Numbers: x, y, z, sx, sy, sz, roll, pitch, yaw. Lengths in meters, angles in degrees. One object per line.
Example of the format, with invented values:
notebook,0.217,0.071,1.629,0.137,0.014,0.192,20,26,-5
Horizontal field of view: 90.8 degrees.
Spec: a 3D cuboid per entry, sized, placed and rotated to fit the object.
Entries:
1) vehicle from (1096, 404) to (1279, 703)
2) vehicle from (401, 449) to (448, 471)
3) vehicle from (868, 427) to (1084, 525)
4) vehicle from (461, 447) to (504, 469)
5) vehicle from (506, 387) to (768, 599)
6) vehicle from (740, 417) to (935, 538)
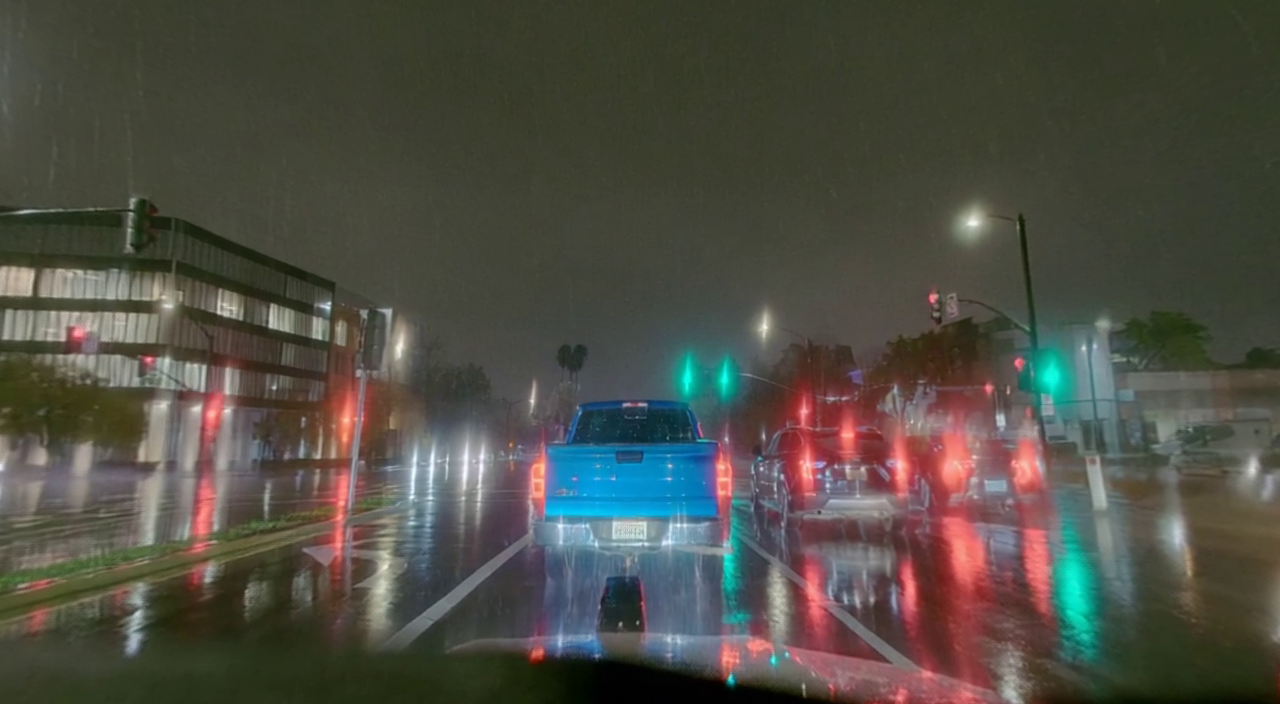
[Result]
vehicle,3.248,0.712,0.794,2.057,1.463,4.365,0,-8,0
vehicle,-15.818,7.893,46.549,1.915,1.491,4.347,0,-8,1
vehicle,6.535,2.434,12.993,2.002,1.651,4.305,0,-8,-1
vehicle,-11.747,7.912,47.399,1.989,1.459,4.667,0,-8,0
vehicle,-0.127,1.592,8.037,2.344,1.883,4.572,0,-8,-3
vehicle,3.233,2.155,11.478,2.013,1.742,4.424,0,-8,-1
